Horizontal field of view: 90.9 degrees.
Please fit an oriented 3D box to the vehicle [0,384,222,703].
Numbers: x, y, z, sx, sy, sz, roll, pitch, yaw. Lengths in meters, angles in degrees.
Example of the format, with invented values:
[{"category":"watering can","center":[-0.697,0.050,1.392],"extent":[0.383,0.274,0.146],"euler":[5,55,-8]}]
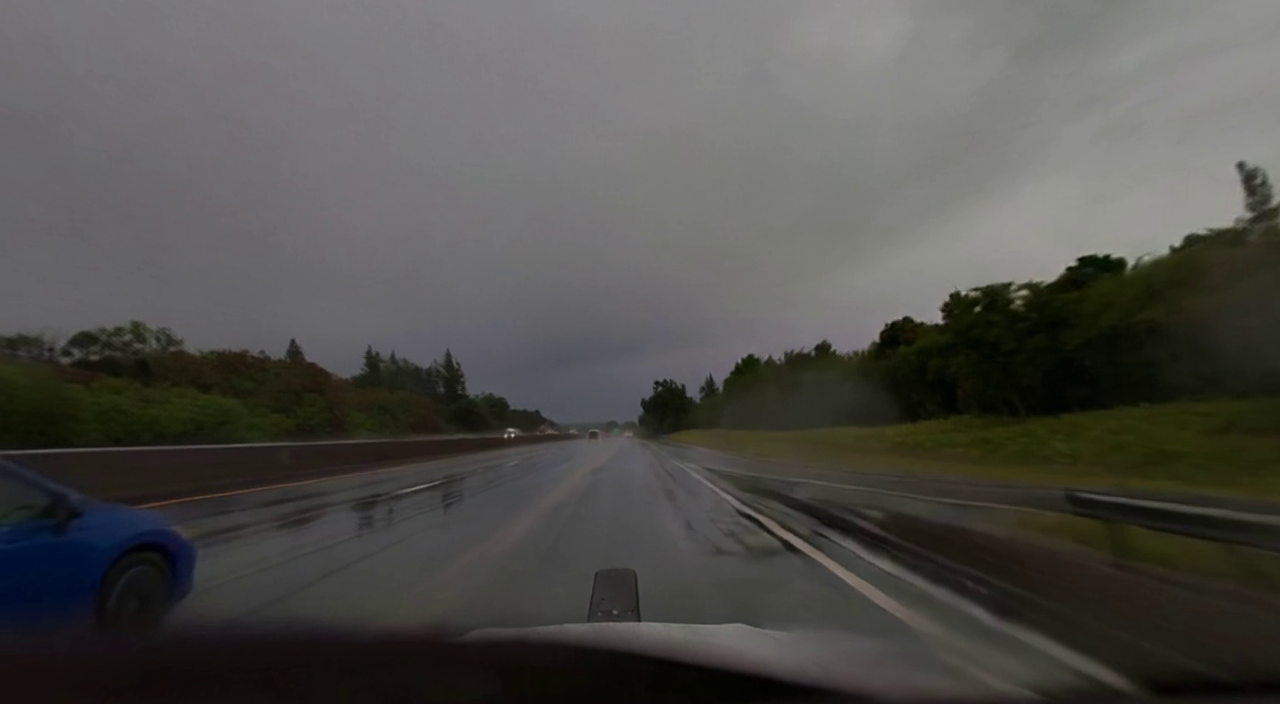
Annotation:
[{"category":"vehicle","center":[-3.794,0.800,1.976],"extent":[2.026,1.517,4.325],"euler":[0,-8,-1]}]
